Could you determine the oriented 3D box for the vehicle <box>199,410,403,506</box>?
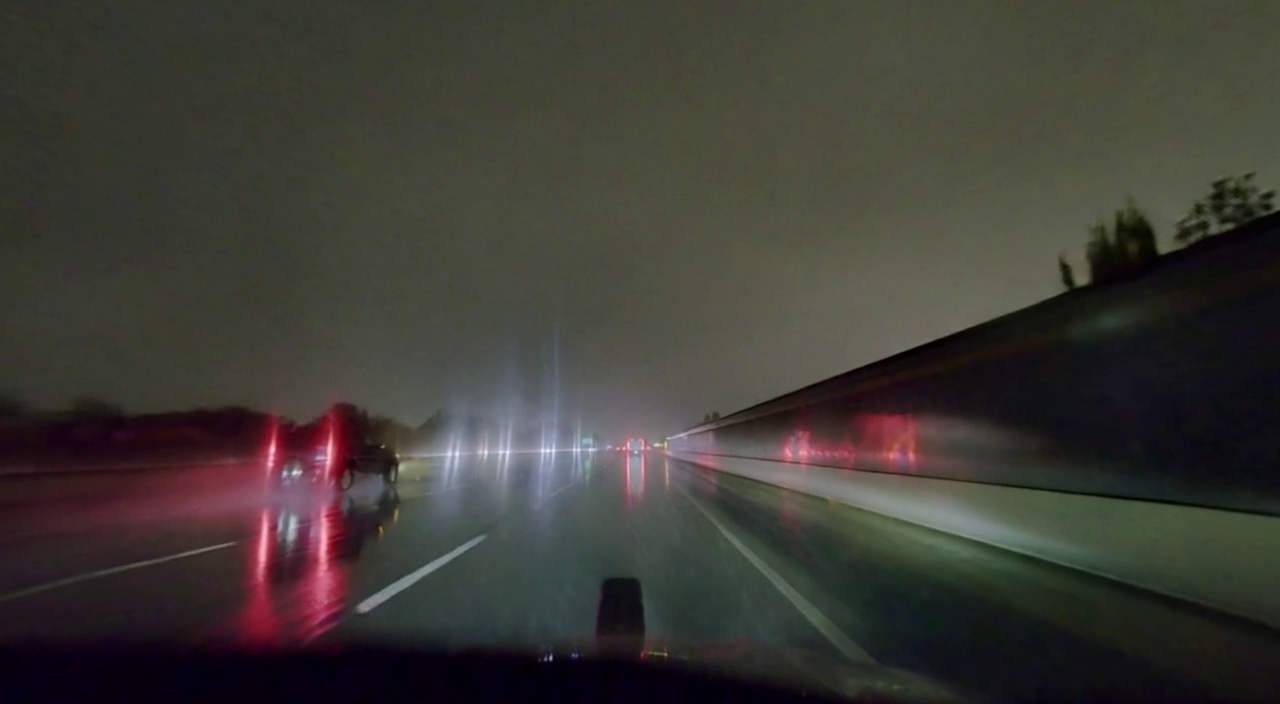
[{"bbox_3d":[-7.958,2.561,15.538,2.163,1.947,4.959,0,-9,1],"label":"vehicle"}]
